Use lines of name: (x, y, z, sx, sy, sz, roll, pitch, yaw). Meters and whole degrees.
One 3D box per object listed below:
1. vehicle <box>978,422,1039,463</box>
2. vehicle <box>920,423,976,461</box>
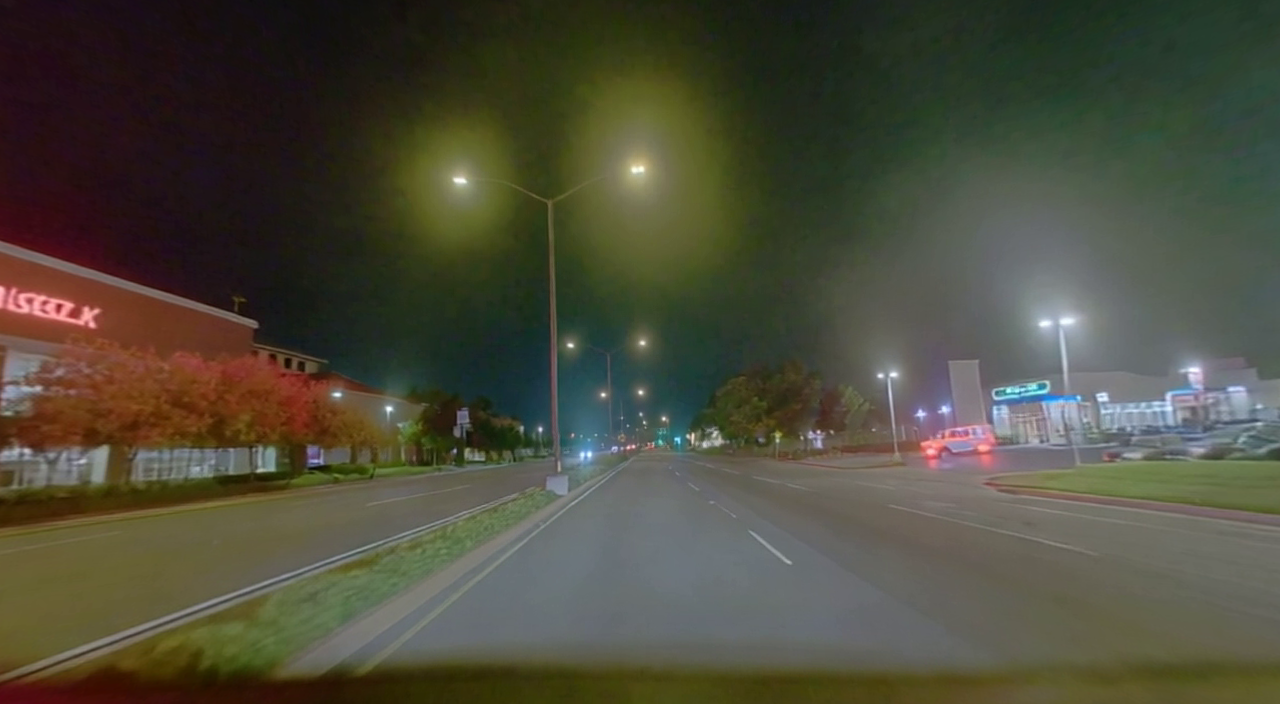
vehicle: (21.828, 5.299, 37.529, 2.240, 2.095, 5.149, -6, -7, 22)
vehicle: (17.893, 5.277, 36.861, 2.425, 2.043, 5.455, -4, -9, 21)
